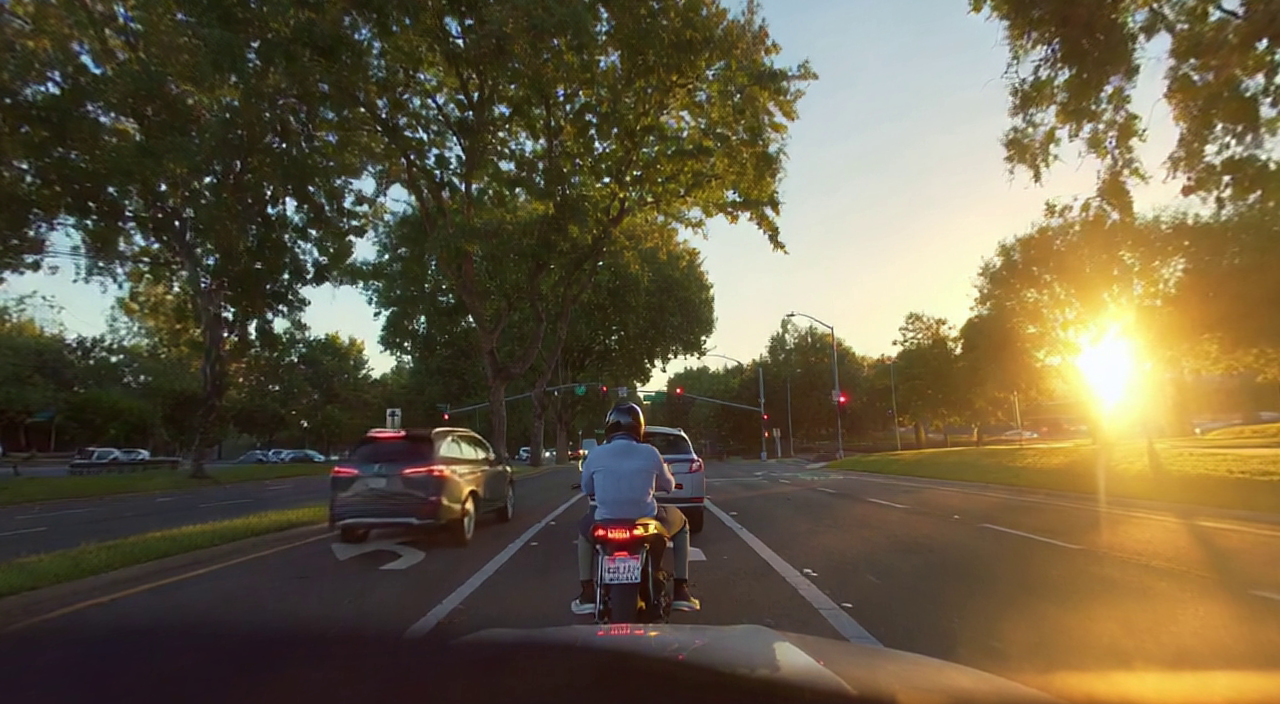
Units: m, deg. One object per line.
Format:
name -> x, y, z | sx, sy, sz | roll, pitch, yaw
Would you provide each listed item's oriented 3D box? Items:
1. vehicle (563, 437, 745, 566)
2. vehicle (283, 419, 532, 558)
vehicle -> 0.126, 2.042, 9.524 | 2.093, 1.450, 4.437 | 0, -8, -1
vehicle -> -3.244, 2.014, 10.186 | 2.056, 1.647, 5.045 | -1, -8, 1
